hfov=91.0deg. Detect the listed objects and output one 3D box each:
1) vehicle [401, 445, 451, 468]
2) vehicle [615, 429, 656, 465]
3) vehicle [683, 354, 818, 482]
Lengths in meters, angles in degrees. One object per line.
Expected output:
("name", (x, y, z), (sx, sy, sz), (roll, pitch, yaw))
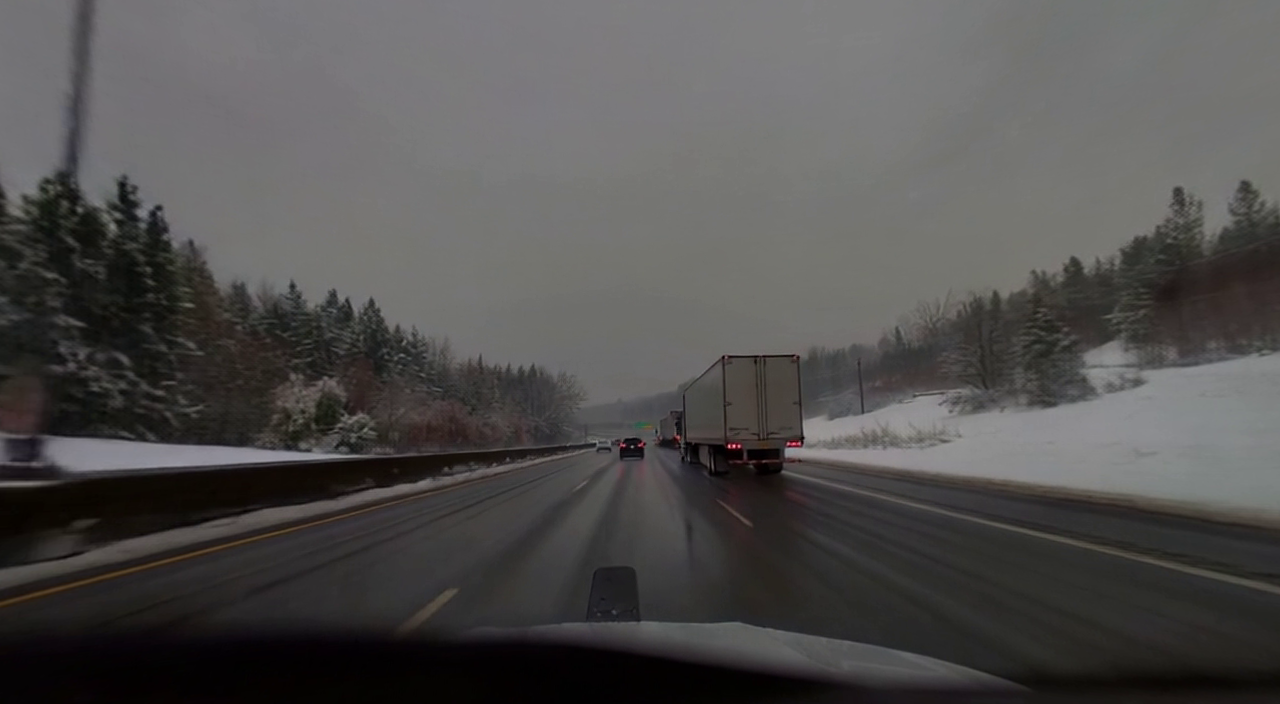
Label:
("vehicle", (-15.167, 7.456, 44.968), (2.039, 1.495, 4.750), (0, -8, -2))
("vehicle", (-0.281, 5.527, 36.580), (2.211, 1.933, 4.315), (0, -8, -1))
("vehicle", (4.064, 3.143, 27.631), (3.005, 4.121, 14.417), (0, -8, -1))
